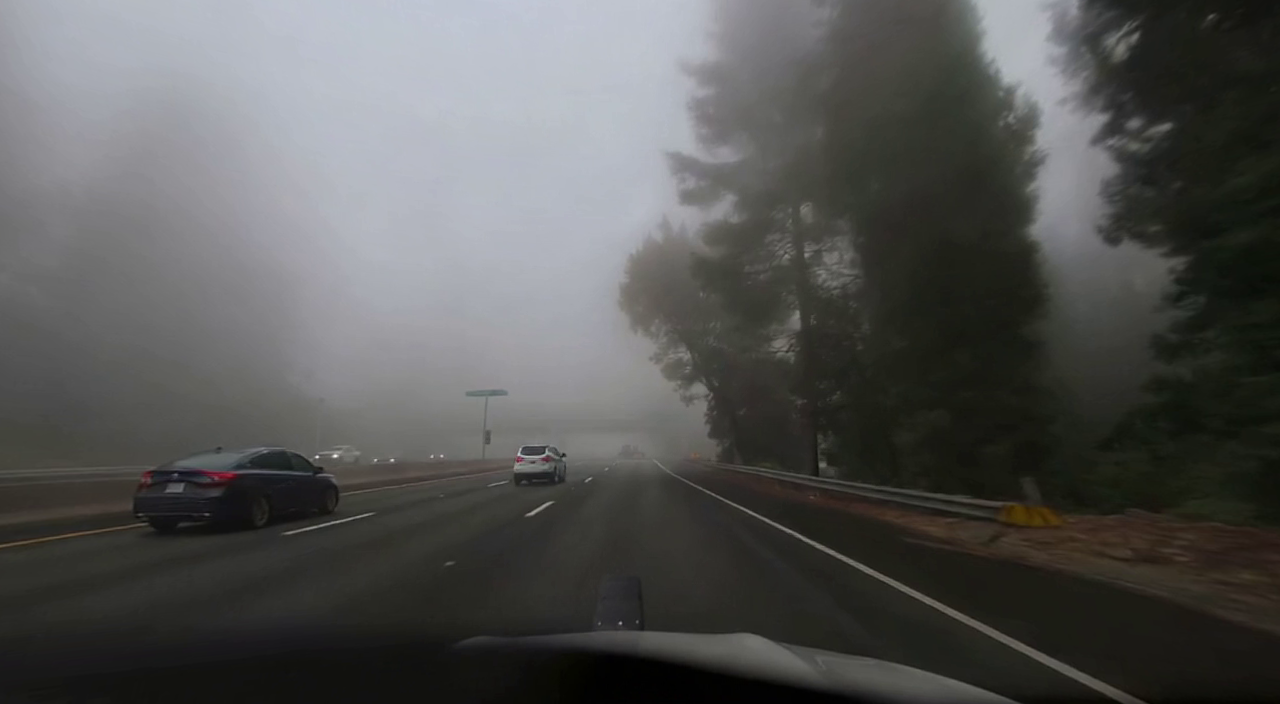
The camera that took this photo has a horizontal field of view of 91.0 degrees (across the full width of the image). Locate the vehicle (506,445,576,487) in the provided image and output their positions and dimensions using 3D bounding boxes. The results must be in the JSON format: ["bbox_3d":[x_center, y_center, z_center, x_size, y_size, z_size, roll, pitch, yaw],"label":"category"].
[{"bbox_3d":[-4.062,4.772,26.672,2.102,1.571,4.666,0,-9,1],"label":"vehicle"}]

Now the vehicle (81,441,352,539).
[{"bbox_3d":[-7.691,2.513,12.201,2.002,1.507,4.631,0,-9,0],"label":"vehicle"}]
